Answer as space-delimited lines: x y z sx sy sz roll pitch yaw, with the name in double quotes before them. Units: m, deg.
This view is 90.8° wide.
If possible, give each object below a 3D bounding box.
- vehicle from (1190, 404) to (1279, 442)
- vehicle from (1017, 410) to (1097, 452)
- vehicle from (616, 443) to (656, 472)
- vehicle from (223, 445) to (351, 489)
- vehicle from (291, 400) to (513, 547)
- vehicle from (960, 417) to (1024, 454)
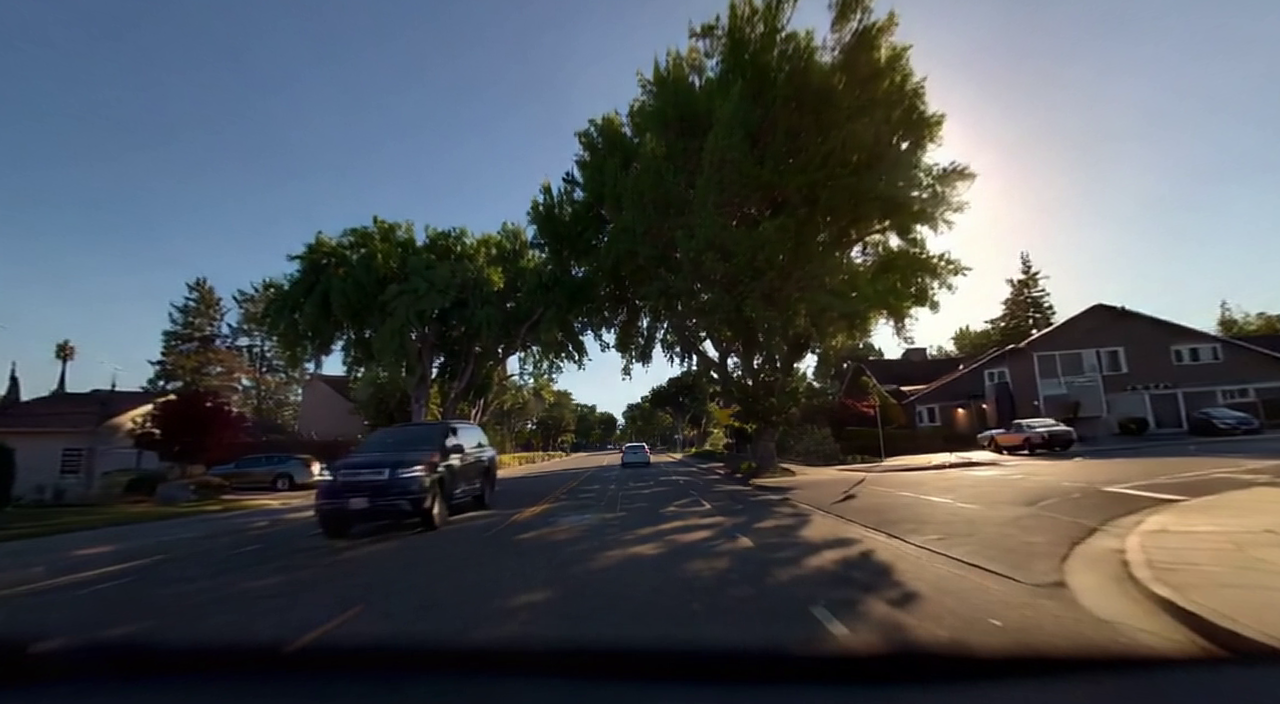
"vehicle" 25.381 2.949 26.742 1.603 1.430 3.662 -3 -5 15
"vehicle" 19.520 3.662 29.815 2.114 1.677 4.707 -4 -5 22
"vehicle" -0.196 5.796 35.015 2.098 1.483 4.099 0 -8 0
"vehicle" -14.948 4.875 26.908 4.223 1.753 2.134 -1 -8 6
"vehicle" -4.404 2.342 12.920 2.451 2.182 5.485 -4 -8 -1
"vehicle" 16.927 4.004 30.607 1.979 1.434 4.607 -7 -7 21
